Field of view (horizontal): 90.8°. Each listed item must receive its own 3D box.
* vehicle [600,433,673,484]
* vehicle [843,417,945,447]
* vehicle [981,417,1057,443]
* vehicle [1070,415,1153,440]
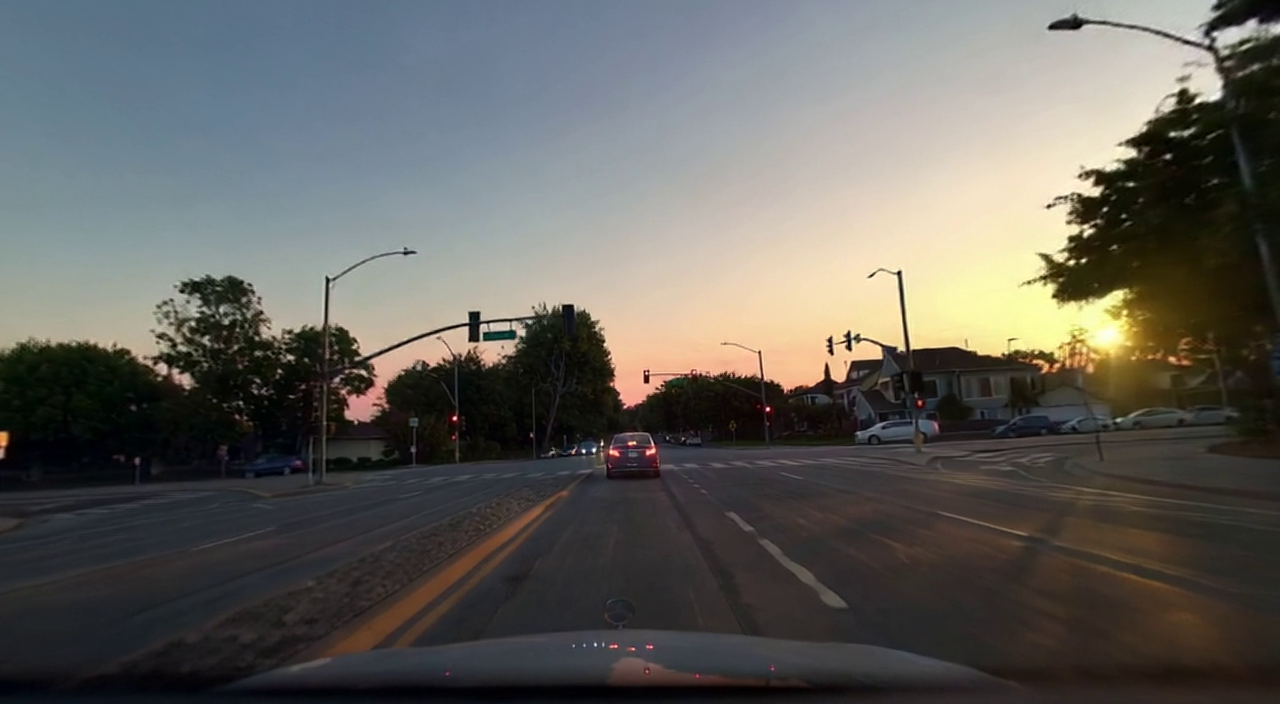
[{"bbox_3d":[-0.023,3.691,22.296,2.074,1.570,3.647,1,-8,7],"label":"vehicle"},{"bbox_3d":[17.932,5.672,44.839,6.025,2.000,2.876,1,-7,-2],"label":"vehicle"},{"bbox_3d":[28.649,5.945,47.827,4.557,1.899,1.996,1,-8,-5],"label":"vehicle"},{"bbox_3d":[35.917,5.732,48.163,4.735,1.784,2.094,1,-7,-3],"label":"vehicle"}]
